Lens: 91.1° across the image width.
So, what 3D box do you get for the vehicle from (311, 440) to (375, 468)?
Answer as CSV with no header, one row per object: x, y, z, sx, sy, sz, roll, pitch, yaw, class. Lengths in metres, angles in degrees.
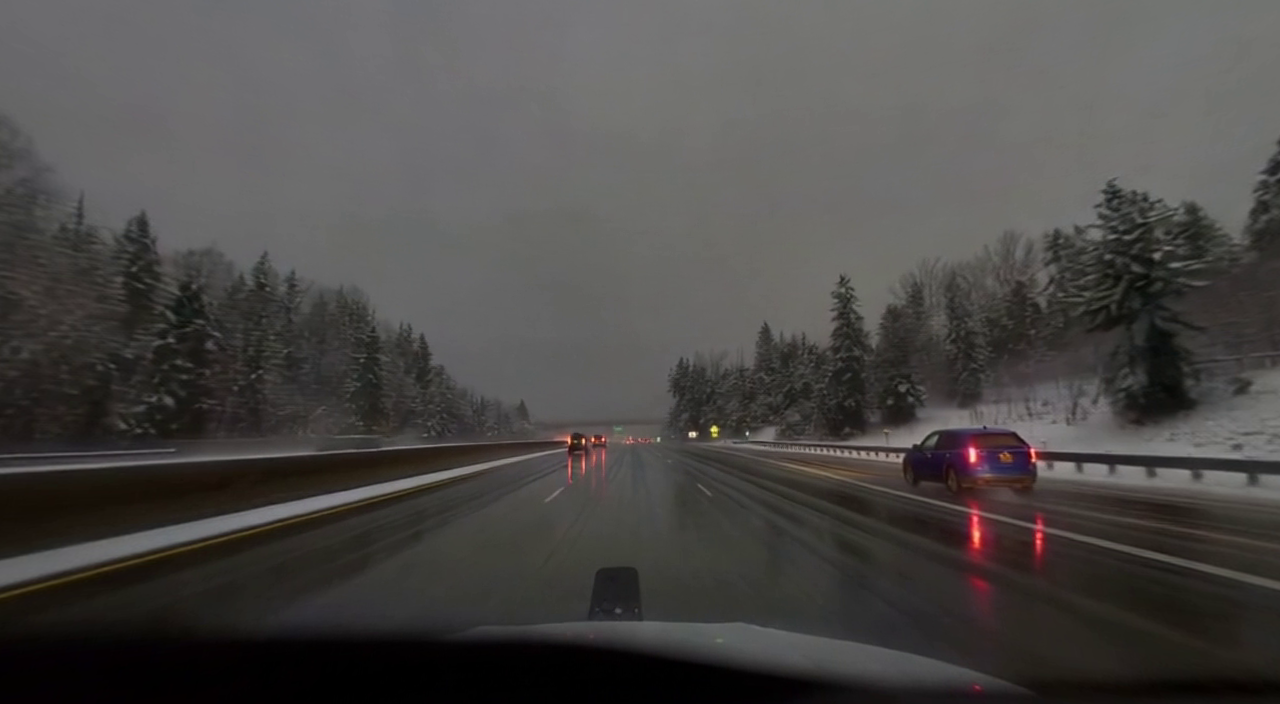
-17.577,6.029,37.406,1.796,1.493,4.183,0,-8,-1,vehicle

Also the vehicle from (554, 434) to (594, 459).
-4.026,5.829,38.991,2.032,1.465,4.316,0,-8,-1,vehicle

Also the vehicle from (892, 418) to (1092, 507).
7.265,2.295,13.548,1.956,1.634,3.935,0,-8,-1,vehicle
